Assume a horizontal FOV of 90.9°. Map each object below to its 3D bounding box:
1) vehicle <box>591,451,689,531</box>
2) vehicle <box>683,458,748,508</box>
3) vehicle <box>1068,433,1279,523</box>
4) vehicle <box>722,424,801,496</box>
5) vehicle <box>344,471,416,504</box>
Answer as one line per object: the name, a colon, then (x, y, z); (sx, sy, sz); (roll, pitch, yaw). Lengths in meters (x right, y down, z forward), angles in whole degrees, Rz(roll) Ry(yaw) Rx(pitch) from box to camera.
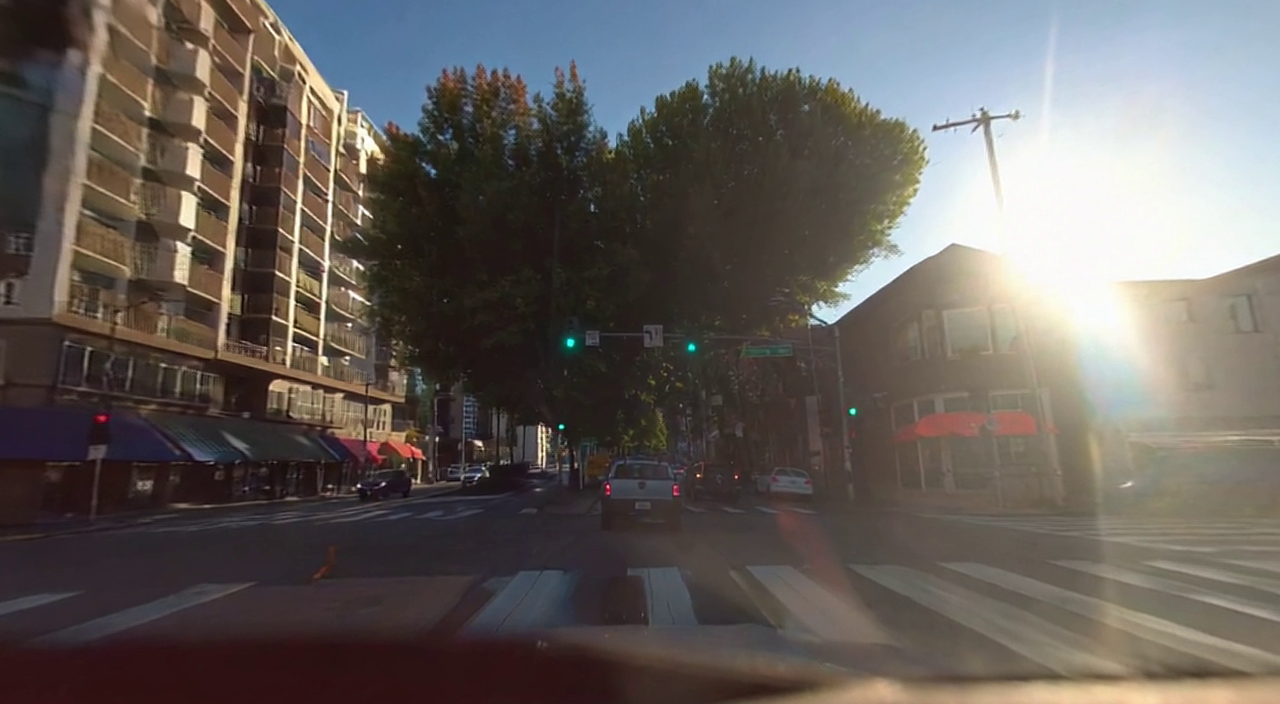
vehicle: (0.001, 3.489, 16.432); (2.209, 1.748, 4.130); (0, -9, 0)
vehicle: (2.920, 5.159, 25.323); (1.939, 1.746, 4.091); (0, -9, -2)
vehicle: (13.926, 3.016, 15.428); (5.156, 2.005, 2.122); (-1, -9, 7)
vehicle: (6.236, 5.642, 33.453); (2.803, 3.401, 6.688); (0, -9, 0)
vehicle: (-14.285, 7.466, 34.980); (2.043, 1.526, 4.617); (0, -9, -1)
